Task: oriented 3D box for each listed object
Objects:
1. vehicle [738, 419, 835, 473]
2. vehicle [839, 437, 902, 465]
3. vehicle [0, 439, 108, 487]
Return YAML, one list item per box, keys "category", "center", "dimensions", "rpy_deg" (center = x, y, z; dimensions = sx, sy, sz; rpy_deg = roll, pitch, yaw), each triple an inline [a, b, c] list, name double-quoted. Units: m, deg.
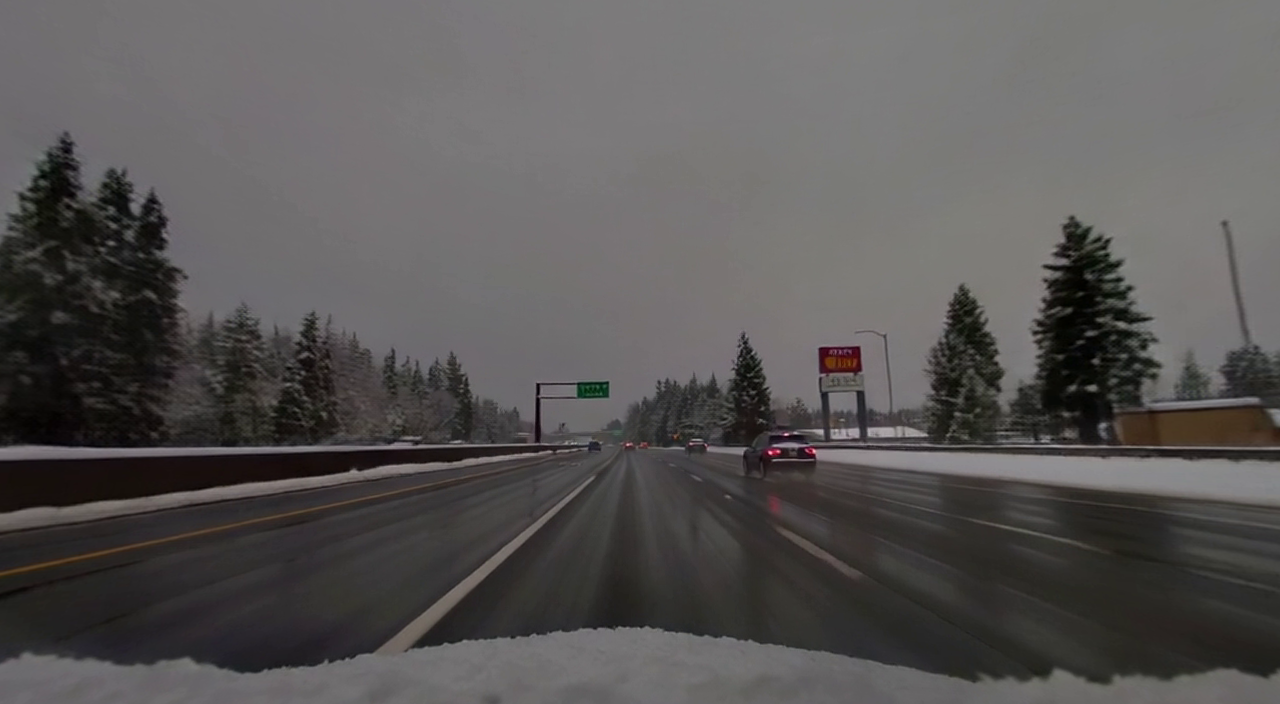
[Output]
- category: "vehicle"
  center: [7.021, 4.686, 31.452]
  dimensions: [2.779, 2.339, 8.073]
  rpy_deg: [0, -8, -1]
- category: "vehicle"
  center: [14.017, 6.029, 38.555]
  dimensions: [2.072, 1.611, 4.387]
  rpy_deg: [0, -8, -2]
- category: "vehicle"
  center: [-21.093, 3.723, 21.347]
  dimensions: [1.994, 1.491, 4.711]
  rpy_deg: [0, -8, -1]
